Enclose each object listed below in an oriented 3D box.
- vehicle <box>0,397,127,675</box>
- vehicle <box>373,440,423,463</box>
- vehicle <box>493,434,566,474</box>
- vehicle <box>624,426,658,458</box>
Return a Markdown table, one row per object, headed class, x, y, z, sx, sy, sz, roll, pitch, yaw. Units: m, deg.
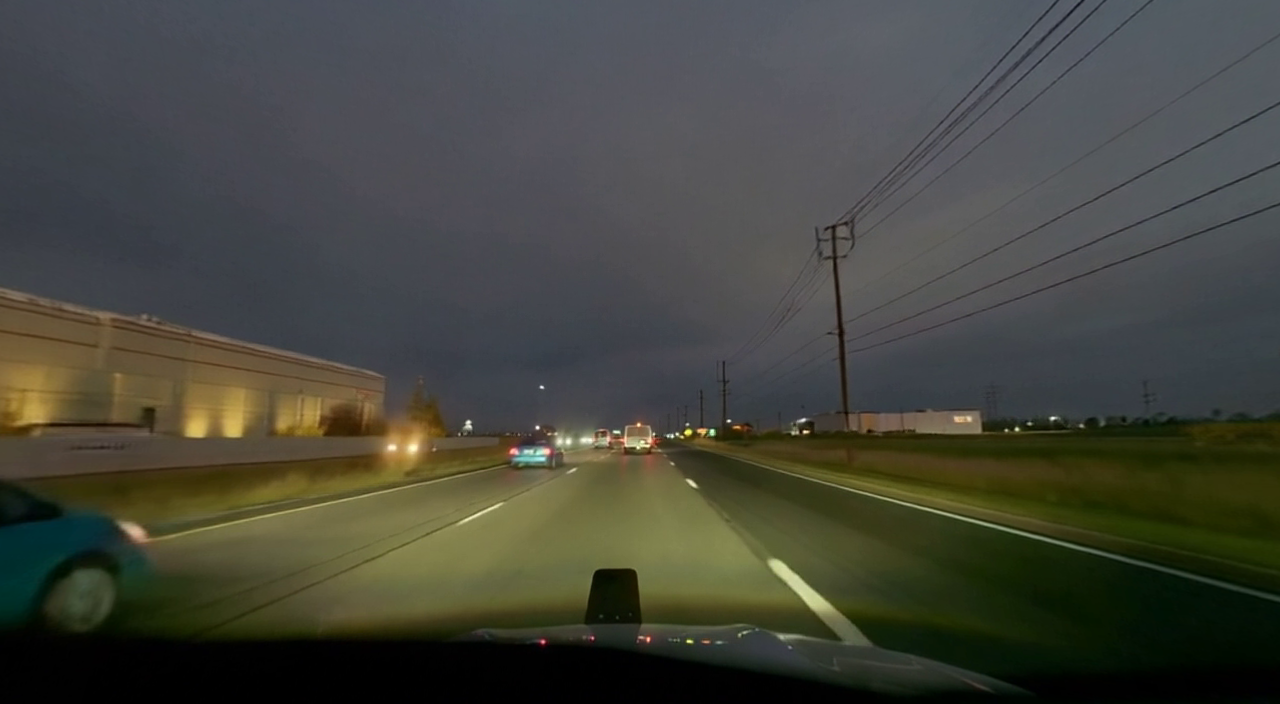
| class | x | y | z | sx | sy | sz | roll | pitch | yaw |
| --- | --- | --- | --- | --- | --- | --- | --- | --- | --- |
| vehicle | -4.651 | 0.877 | 2.291 | 2.058 | 1.557 | 4.125 | 0 | -8 | 0 |
| vehicle | -16.914 | 6.957 | 44.119 | 1.846 | 1.491 | 4.044 | 0 | -8 | 1 |
| vehicle | -4.409 | 4.125 | 25.888 | 2.087 | 1.464 | 4.853 | 0 | -8 | 1 |
| vehicle | 0.027 | 6.035 | 42.381 | 2.213 | 1.997 | 4.456 | 0 | -8 | -1 |
